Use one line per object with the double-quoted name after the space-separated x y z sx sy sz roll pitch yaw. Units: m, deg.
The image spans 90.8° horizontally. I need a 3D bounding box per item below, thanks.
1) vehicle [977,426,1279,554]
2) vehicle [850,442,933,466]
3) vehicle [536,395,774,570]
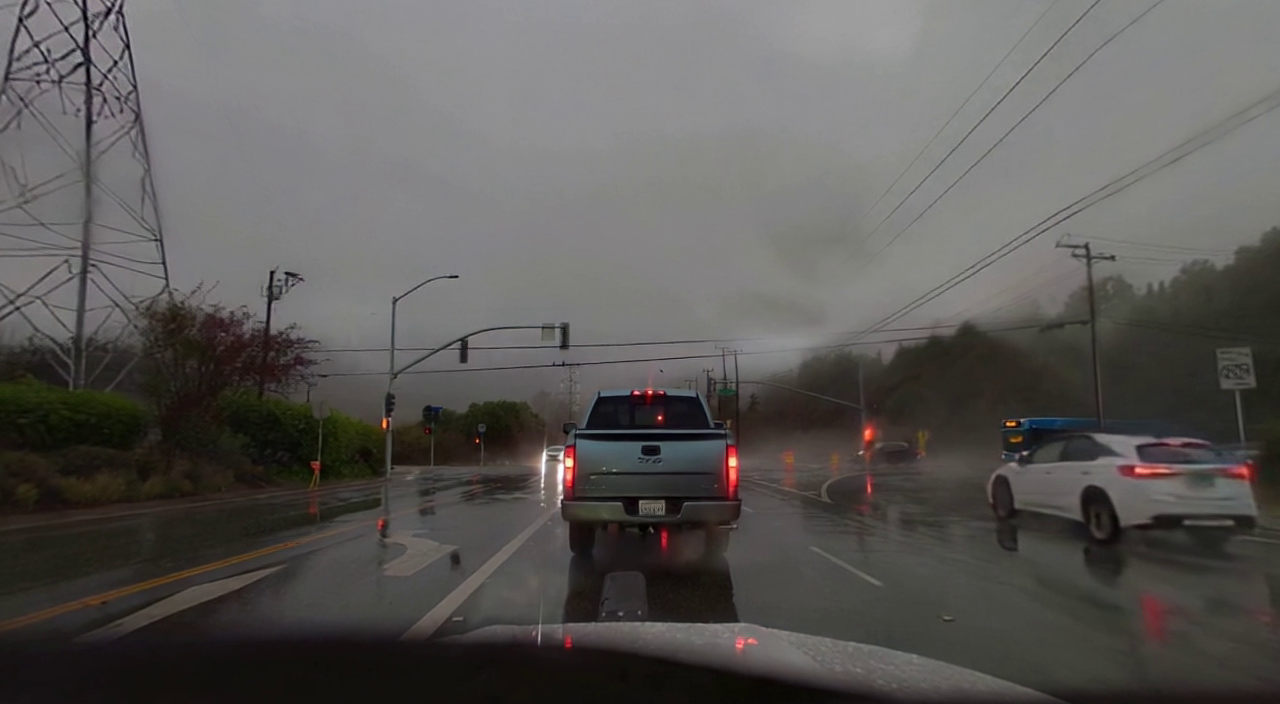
7.286 1.987 9.859 2.060 1.496 4.520 -2 -8 8 "vehicle"
16.333 6.638 41.221 4.578 1.490 1.935 -1 -8 3 "vehicle"
0.123 1.889 10.051 2.707 1.964 5.485 0 -8 -1 "vehicle"
